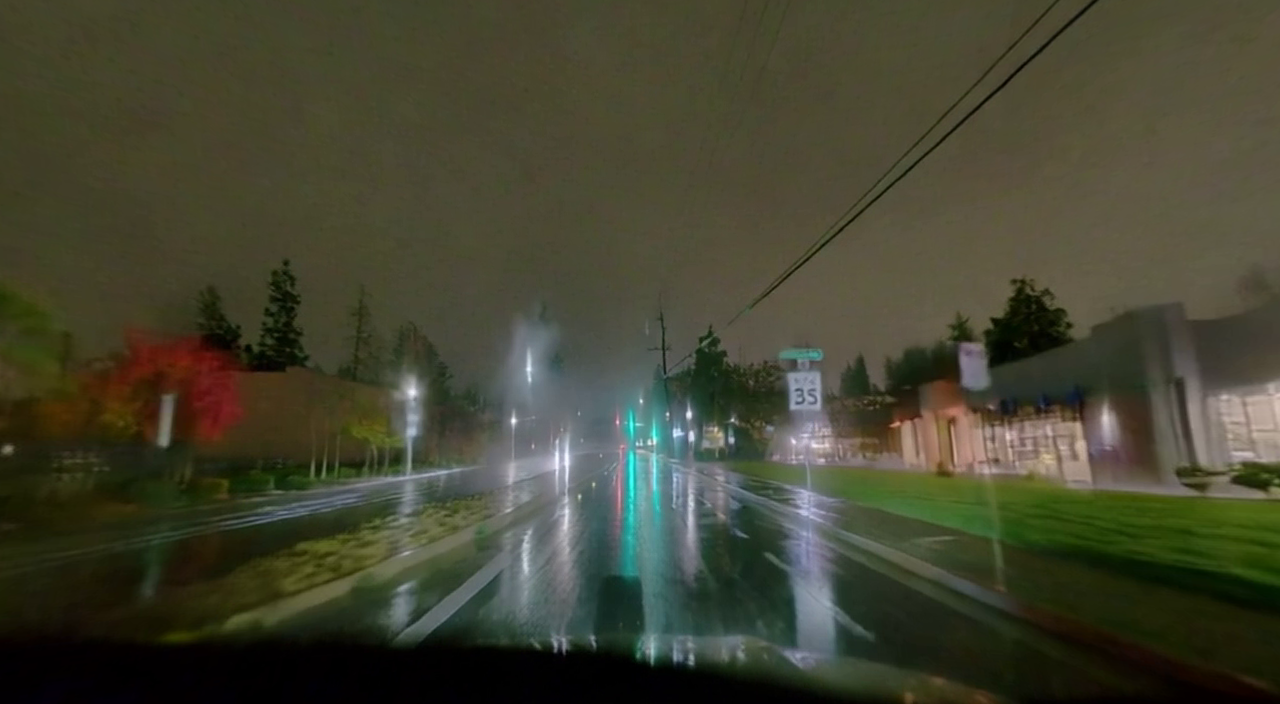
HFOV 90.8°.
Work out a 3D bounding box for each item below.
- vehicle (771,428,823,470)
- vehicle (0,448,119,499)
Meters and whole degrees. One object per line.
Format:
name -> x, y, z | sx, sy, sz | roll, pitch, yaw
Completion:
vehicle -> 11.255, 7.055, 45.677 | 2.001, 1.744, 4.449 | -4, -23, -9
vehicle -> -20.083, 3.989, 21.162 | 2.061, 1.475, 4.357 | 1, -8, -10
